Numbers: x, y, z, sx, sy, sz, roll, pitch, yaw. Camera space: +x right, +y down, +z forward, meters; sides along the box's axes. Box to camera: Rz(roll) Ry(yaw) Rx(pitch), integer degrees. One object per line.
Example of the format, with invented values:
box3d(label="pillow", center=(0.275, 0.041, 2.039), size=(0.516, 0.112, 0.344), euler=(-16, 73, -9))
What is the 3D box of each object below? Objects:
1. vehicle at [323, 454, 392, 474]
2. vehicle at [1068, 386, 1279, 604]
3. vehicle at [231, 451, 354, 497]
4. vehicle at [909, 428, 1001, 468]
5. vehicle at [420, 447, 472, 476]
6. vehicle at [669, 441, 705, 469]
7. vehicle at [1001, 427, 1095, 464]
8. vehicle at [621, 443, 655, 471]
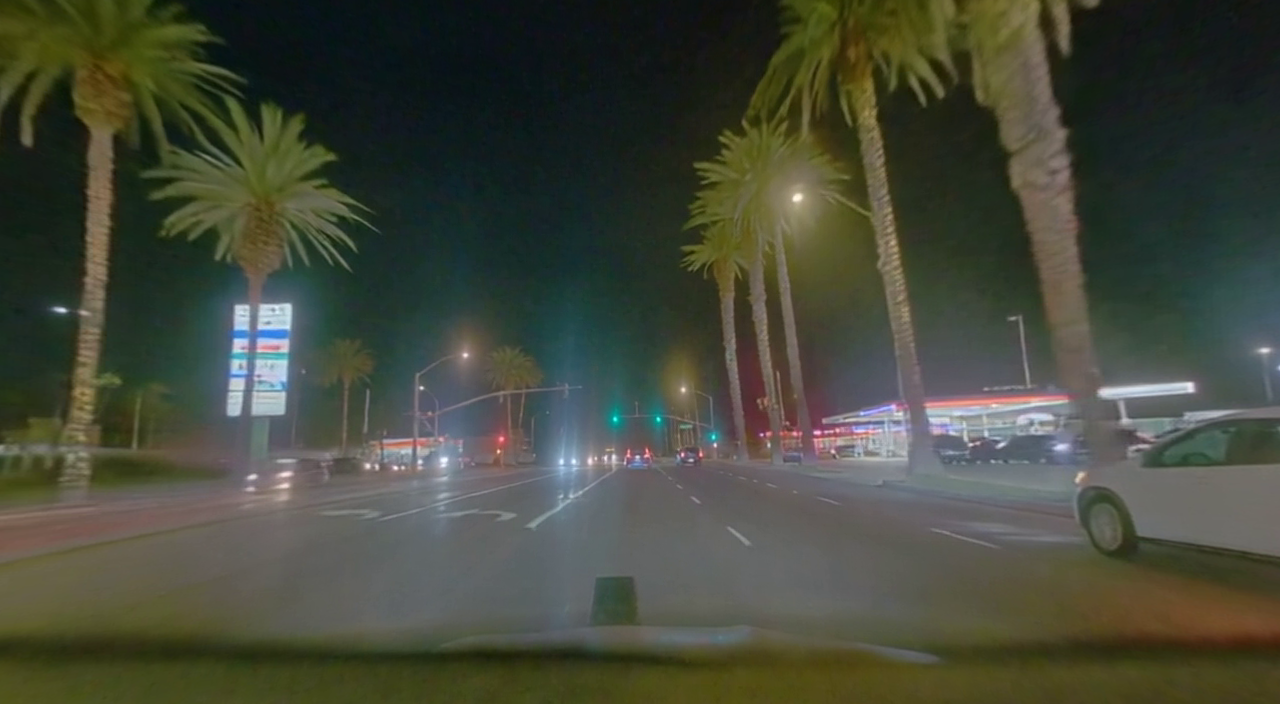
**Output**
box3d(label="vehicle", center=(-21.881, 8.690, 49.075), size=(4.469, 1.459, 1.972), euler=(-2, -9, 12))
box3d(label="vehicle", center=(6.420, 1.202, 5.348), size=(2.066, 1.807, 4.893), euler=(0, -9, -1))
box3d(label="vehicle", center=(-13.034, 4.566, 24.151), size=(1.974, 1.557, 4.790), euler=(0, -9, 0))
box3d(label="vehicle", center=(16.033, 4.916, 32.496), size=(2.144, 1.816, 4.688), euler=(-1, -8, -2))
box3d(label="vehicle", center=(-13.137, 7.420, 43.122), size=(2.111, 1.791, 4.542), euler=(0, -9, 0))
box3d(label="vehicle", center=(3.308, 7.399, 45.587), size=(2.190, 1.913, 5.174), euler=(0, -9, 0))
box3d(label="vehicle", center=(21.085, 4.875, 32.946), size=(1.932, 1.729, 4.354), euler=(-1, -9, 0))
box3d(label="vehicle", center=(-0.113, 6.896, 41.771), size=(2.177, 1.754, 3.815), euler=(0, -9, 0))
